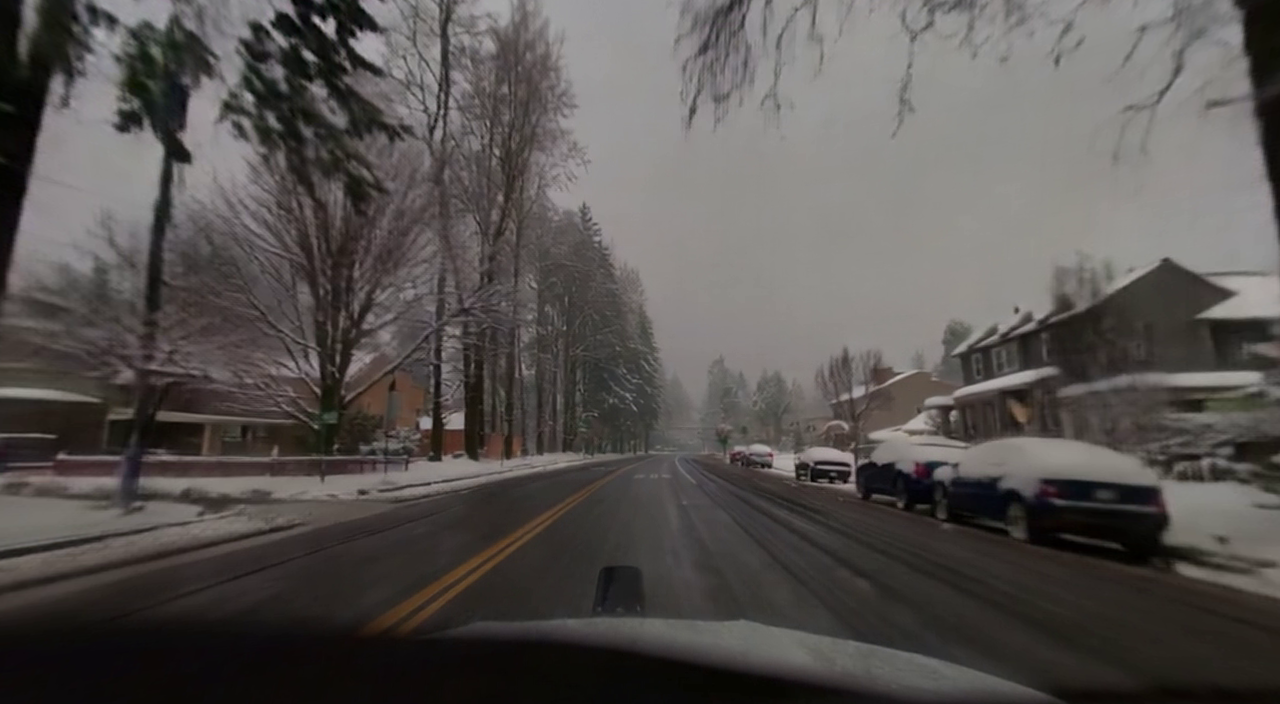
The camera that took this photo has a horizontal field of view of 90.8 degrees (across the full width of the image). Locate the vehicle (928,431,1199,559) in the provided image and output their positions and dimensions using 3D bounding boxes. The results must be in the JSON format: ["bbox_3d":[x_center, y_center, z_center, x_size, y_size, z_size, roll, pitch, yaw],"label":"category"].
[{"bbox_3d":[6.418,2.167,10.192,1.798,1.669,3.626,0,-9,0],"label":"vehicle"}]

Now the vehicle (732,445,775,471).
[{"bbox_3d":[7.199,6.743,40.426,1.893,1.543,4.434,0,-9,0],"label":"vehicle"}]

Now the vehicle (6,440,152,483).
[{"bbox_3d":[-21.347,4.151,24.299,1.746,1.464,4.040,1,-8,3],"label":"vehicle"}]

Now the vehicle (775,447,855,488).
[{"bbox_3d":[6.835,4.525,25.121,1.913,1.479,4.209,0,-9,-1],"label":"vehicle"}]
